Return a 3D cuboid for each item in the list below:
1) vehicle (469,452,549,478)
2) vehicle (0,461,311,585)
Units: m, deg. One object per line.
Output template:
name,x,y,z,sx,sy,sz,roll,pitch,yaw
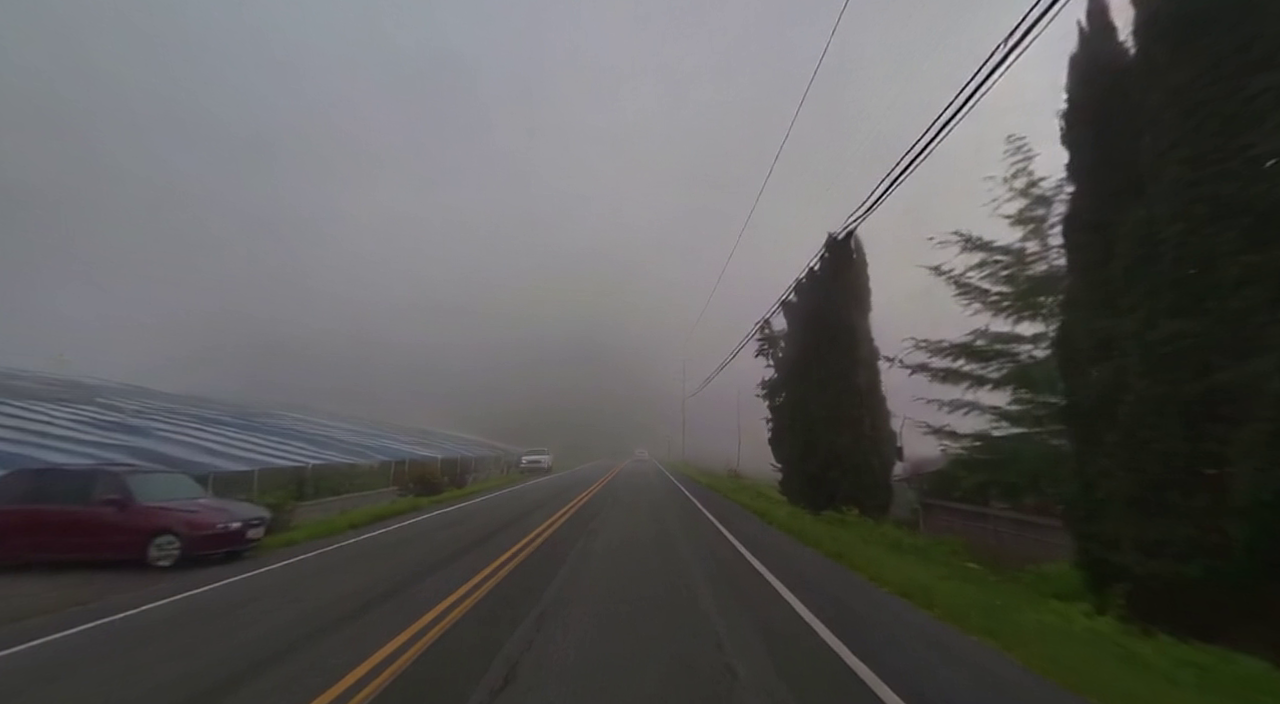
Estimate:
vehicle,-8.161,7.057,39.581,4.525,1.499,1.934,0,-8,1
vehicle,-7.872,2.384,9.392,4.954,1.449,2.141,-2,-9,12
